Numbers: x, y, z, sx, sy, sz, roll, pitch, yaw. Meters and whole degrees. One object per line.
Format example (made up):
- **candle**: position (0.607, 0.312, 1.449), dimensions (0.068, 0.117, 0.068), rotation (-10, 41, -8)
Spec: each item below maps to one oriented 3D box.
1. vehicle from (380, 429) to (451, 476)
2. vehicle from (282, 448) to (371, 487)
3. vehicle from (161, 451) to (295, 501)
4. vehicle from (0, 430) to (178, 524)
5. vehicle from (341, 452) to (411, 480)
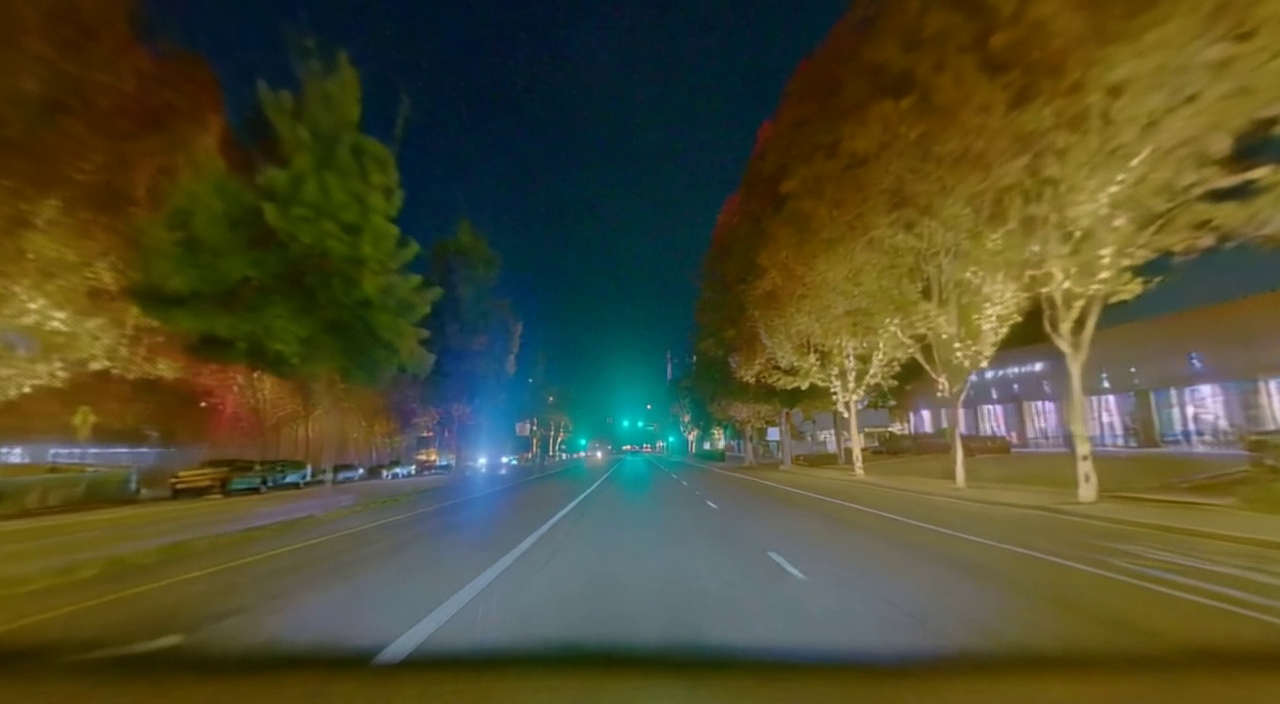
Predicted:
- **vehicle**: position (-15.267, 6.911, 43.518), dimensions (2.335, 2.896, 6.785), rotation (-1, -9, 0)
- **vehicle**: position (-15.314, 5.633, 31.251), dimensions (1.989, 1.747, 5.019), rotation (-1, -9, -2)
- **vehicle**: position (-15.377, 4.603, 23.934), dimensions (1.892, 1.624, 4.645), rotation (0, -8, 1)
- **vehicle**: position (-15.416, 3.248, 16.764), dimensions (2.246, 2.081, 5.416), rotation (-1, -9, -1)
- **vehicle**: position (-15.320, 6.597, 36.955), dimensions (1.929, 1.471, 4.919), rotation (0, -8, 1)
